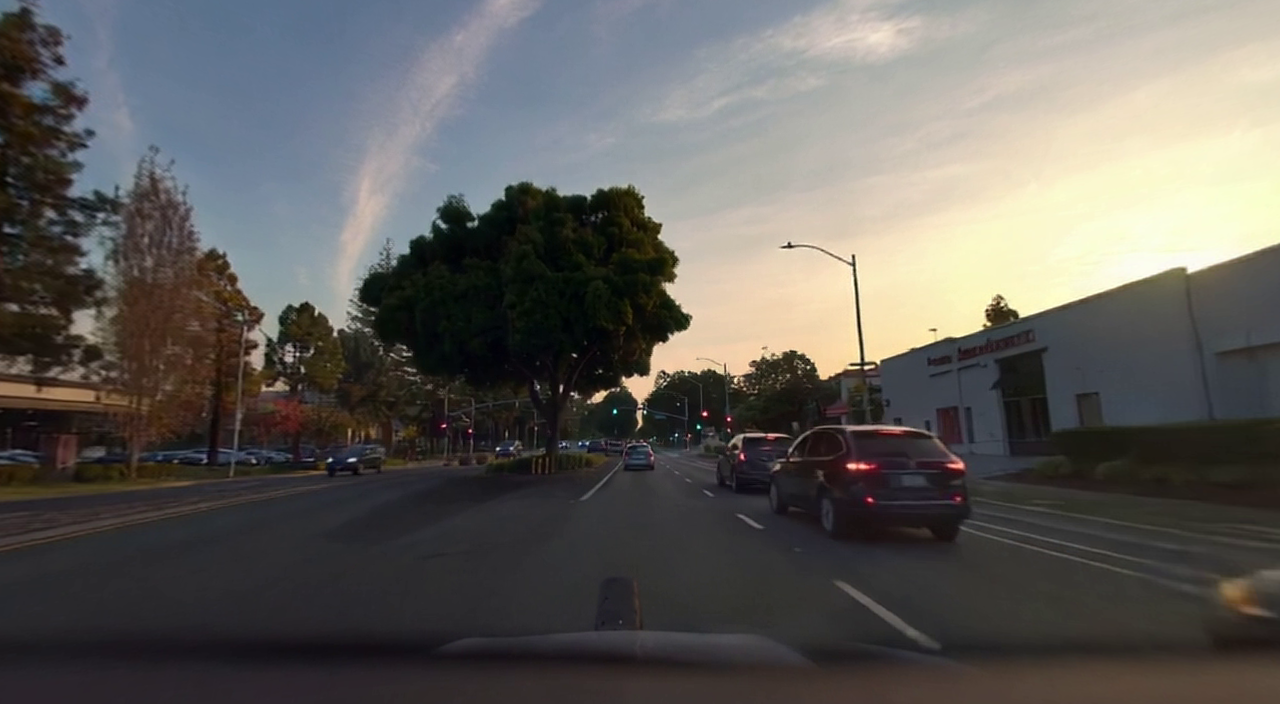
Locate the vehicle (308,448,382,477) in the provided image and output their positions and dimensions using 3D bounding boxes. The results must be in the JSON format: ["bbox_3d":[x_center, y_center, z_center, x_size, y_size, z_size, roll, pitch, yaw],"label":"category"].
[{"bbox_3d":[-15.470,5.792,33.357,1.846,1.433,4.274,0,-9,0],"label":"vehicle"}]

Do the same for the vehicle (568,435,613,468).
[{"bbox_3d":[-2.888,5.984,38.139,2.280,1.810,4.903,0,-9,1],"label":"vehicle"}]

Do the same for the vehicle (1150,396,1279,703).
[{"bbox_3d":[3.139,0.613,0.316,1.864,1.484,4.662,0,-9,0],"label":"vehicle"}]

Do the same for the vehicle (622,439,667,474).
[{"bbox_3d":[0.159,4.938,30.085,2.023,1.532,3.891,0,-9,-1],"label":"vehicle"}]

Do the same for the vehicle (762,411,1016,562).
[{"bbox_3d":[3.254,1.879,9.561,2.037,1.673,4.844,-1,-9,2],"label":"vehicle"}]
